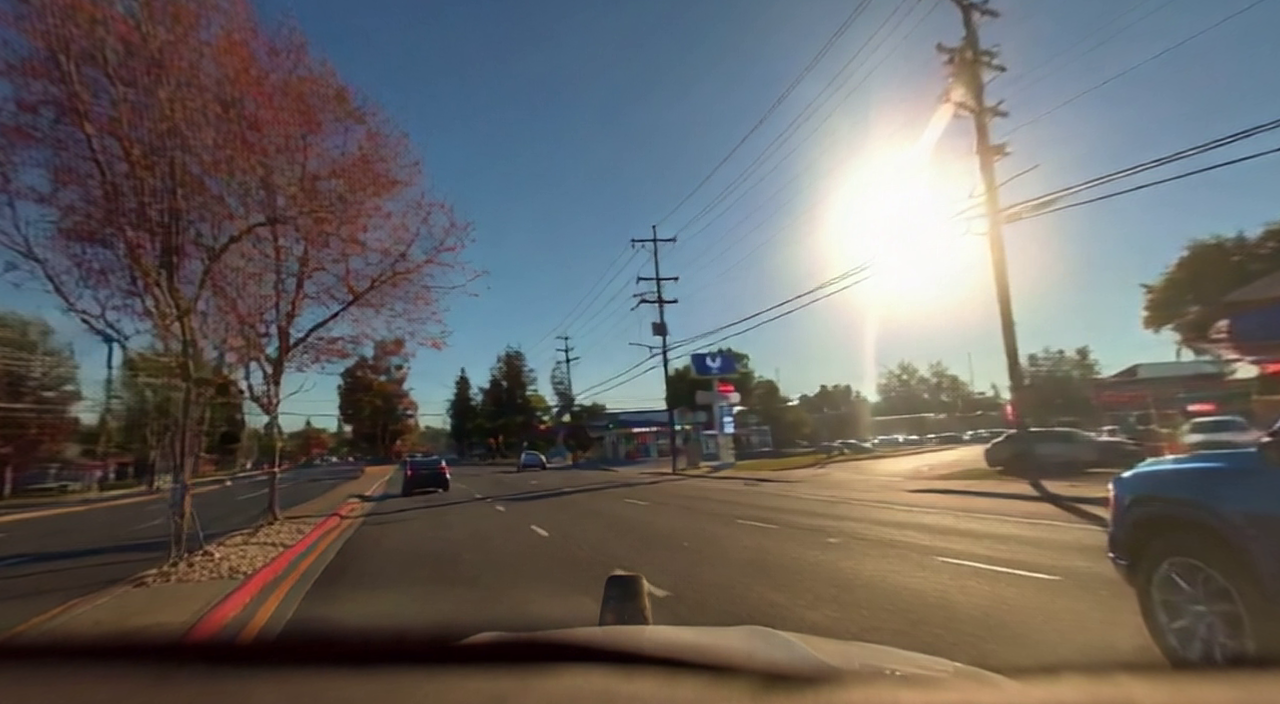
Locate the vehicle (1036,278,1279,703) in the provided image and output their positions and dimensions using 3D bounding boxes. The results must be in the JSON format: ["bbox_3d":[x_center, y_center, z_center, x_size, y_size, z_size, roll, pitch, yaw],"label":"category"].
[{"bbox_3d":[3.525,0.442,1.128,2.036,1.818,5.192,0,-8,-3],"label":"vehicle"}]

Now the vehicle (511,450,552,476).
[{"bbox_3d":[-6.917,6.979,39.964,1.760,1.481,4.161,3,-9,-21],"label":"vehicle"}]

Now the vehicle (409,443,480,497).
[{"bbox_3d":[-7.664,4.452,24.381,2.141,1.842,4.889,3,-9,-22],"label":"vehicle"}]
